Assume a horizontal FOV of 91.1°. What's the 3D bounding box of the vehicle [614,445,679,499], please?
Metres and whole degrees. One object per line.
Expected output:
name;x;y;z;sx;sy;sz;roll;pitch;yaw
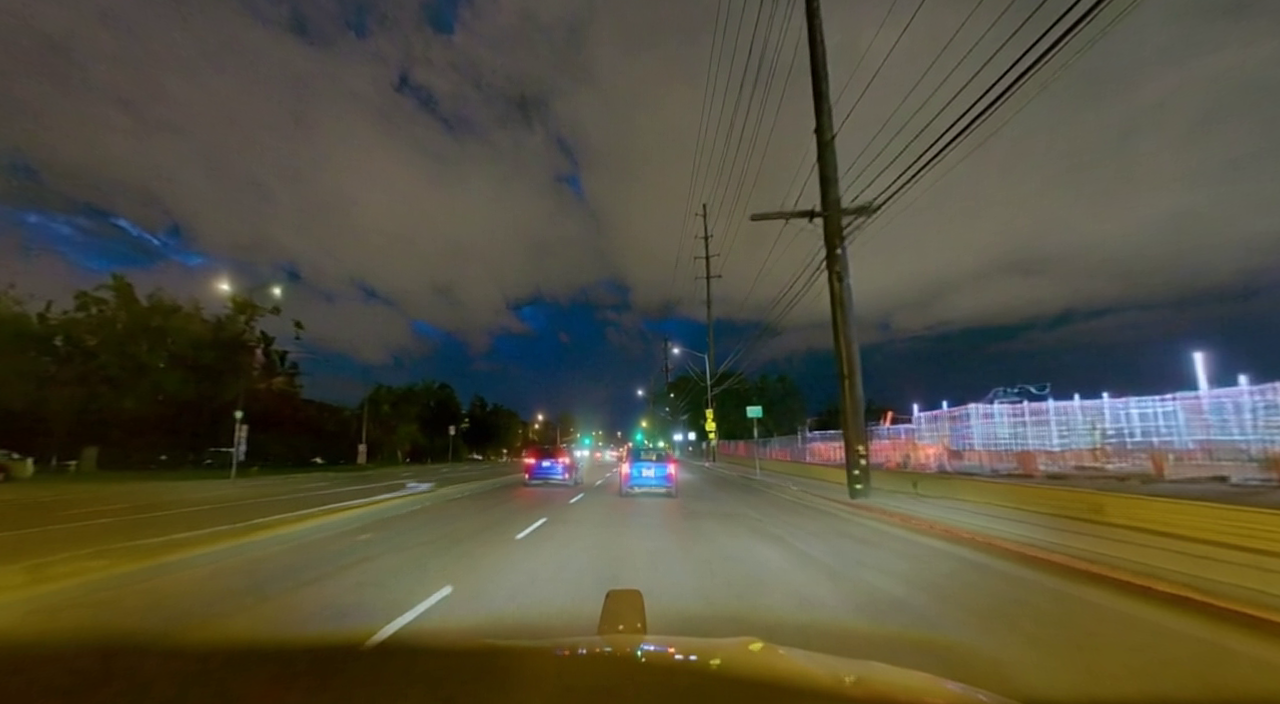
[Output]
vehicle;0.201;4.092;21.864;2.059;1.691;3.980;0;-8;0

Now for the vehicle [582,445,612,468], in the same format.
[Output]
vehicle;-3.317;8.106;48.949;1.910;1.713;4.786;0;-8;1

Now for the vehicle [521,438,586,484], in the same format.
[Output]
vehicle;-3.640;4.662;27.259;2.078;1.804;4.387;0;-8;2
